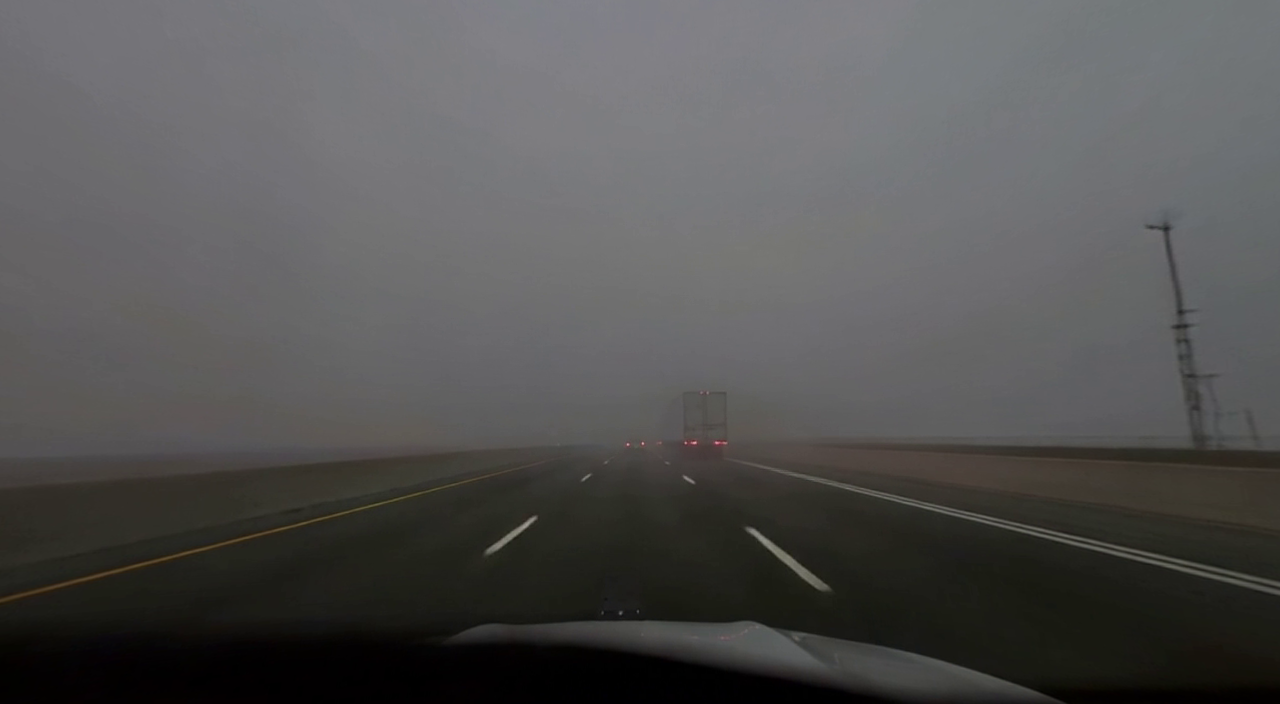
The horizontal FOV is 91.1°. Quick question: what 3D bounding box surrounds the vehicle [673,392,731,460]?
[{"bbox_3d":[3.844,4.986,41.402,2.840,3.947,8.920,0,-8,0],"label":"vehicle"}]
